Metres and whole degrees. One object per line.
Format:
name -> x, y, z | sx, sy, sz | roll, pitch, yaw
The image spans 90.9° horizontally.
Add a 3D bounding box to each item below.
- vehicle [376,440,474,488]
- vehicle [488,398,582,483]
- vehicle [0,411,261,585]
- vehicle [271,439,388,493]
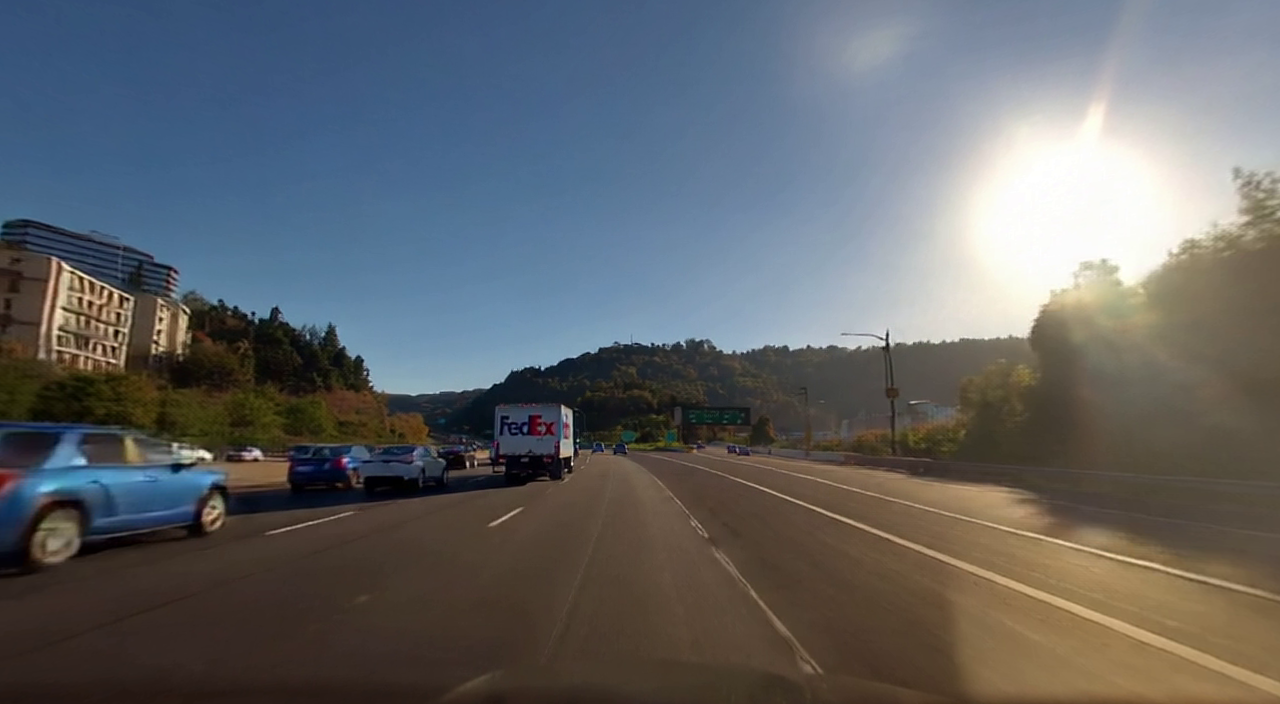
vehicle -> -8.017, 4.187, 24.047 | 2.143, 1.628, 4.559 | 0, -8, 0
vehicle -> -4.323, 3.894, 27.713 | 2.798, 3.212, 7.573 | 0, -8, 0
vehicle -> -7.784, 1.762, 8.252 | 2.461, 1.767, 4.991 | 0, -8, 1
vehicle -> -11.627, 4.256, 24.066 | 2.021, 1.669, 4.794 | 3, -7, 0
